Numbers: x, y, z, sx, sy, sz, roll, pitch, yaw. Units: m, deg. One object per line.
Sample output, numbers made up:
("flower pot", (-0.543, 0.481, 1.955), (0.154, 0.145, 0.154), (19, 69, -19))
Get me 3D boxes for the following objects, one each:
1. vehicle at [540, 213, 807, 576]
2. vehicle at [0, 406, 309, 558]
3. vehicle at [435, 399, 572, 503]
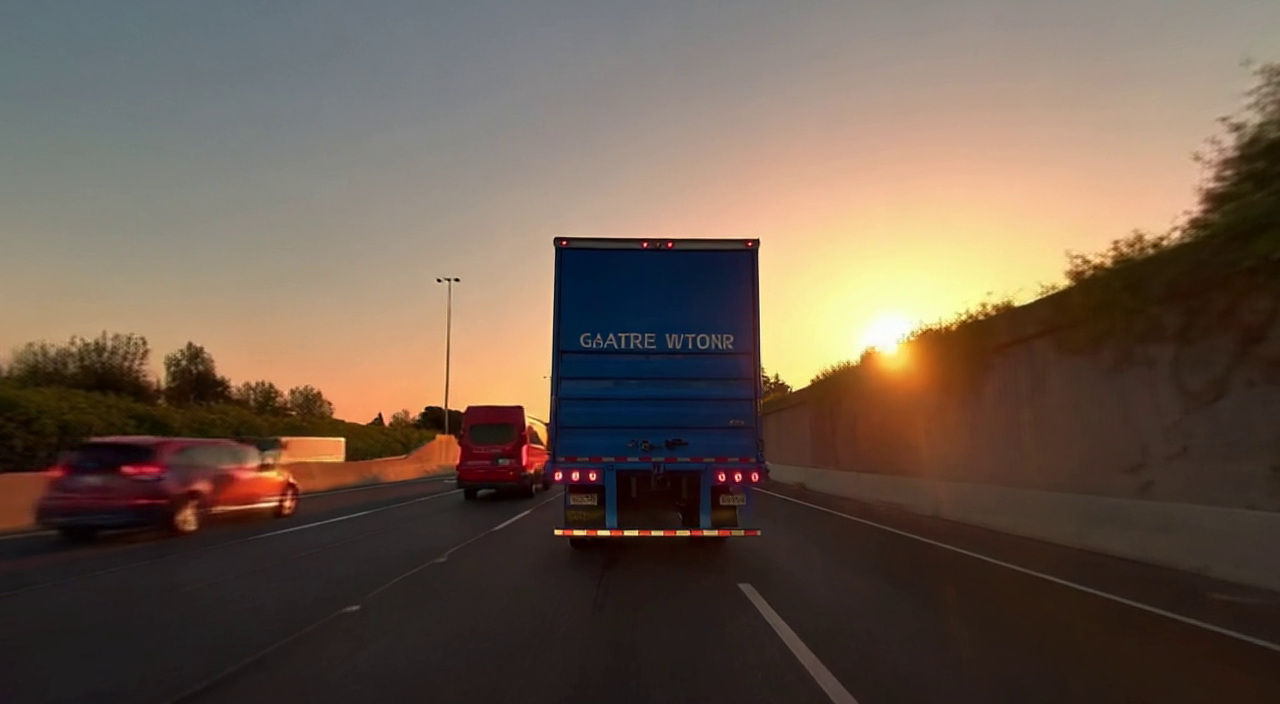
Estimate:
("vehicle", (0.484, 1.219, 12.281), (2.853, 4.054, 10.557), (0, -9, 1))
("vehicle", (-8.492, 2.195, 11.349), (2.174, 2.059, 5.314), (0, -9, 0))
("vehicle", (-4.411, 3.622, 23.177), (2.790, 2.893, 10.715), (0, -9, -1))
